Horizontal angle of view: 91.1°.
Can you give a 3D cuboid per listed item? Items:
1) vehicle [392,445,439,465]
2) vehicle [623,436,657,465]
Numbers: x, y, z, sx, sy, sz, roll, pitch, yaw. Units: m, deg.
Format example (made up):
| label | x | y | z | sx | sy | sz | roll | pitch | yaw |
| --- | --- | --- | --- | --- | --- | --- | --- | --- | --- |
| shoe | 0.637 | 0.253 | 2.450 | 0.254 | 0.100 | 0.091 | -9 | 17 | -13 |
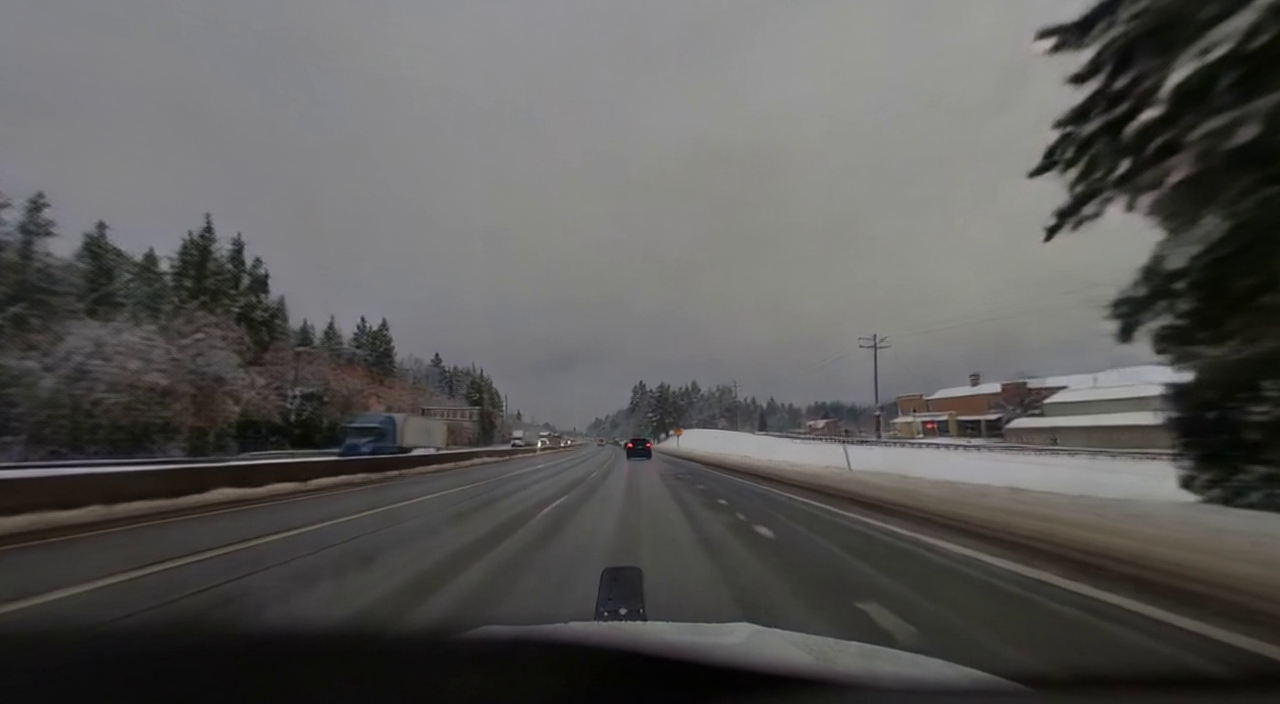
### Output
| label | x | y | z | sx | sy | sz | roll | pitch | yaw |
| --- | --- | --- | --- | --- | --- | --- | --- | --- | --- |
| vehicle | -17.638 | 8.074 | 49.503 | 1.988 | 1.500 | 4.746 | 0 | -8 | -1 |
| vehicle | -0.075 | 6.167 | 39.502 | 2.029 | 1.666 | 4.064 | 0 | -8 | -2 |
